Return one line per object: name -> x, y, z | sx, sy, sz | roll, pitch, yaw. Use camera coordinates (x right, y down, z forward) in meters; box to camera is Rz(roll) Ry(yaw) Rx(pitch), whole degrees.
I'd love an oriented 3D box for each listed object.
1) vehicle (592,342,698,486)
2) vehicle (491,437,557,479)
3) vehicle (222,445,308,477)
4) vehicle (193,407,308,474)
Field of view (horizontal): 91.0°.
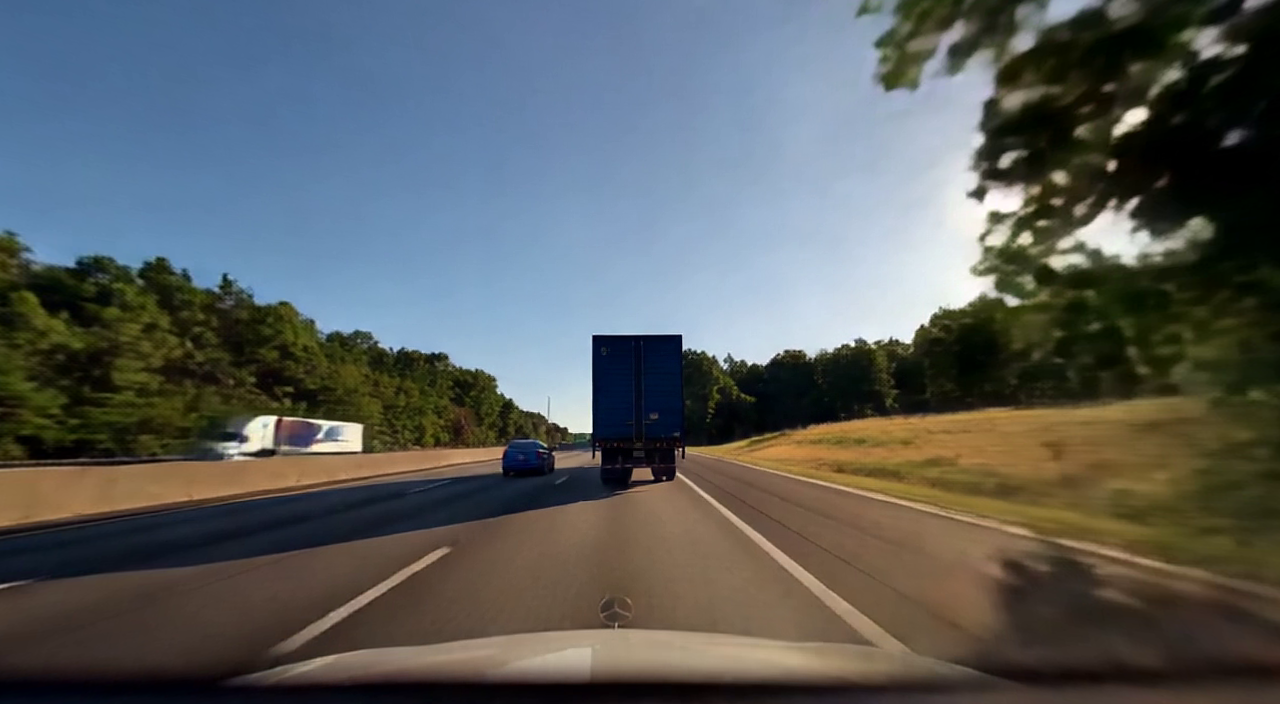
vehicle -> 0.025, 2.526, 23.605 | 3.073, 4.196, 10.546 | 0, -8, -1
vehicle -> -4.599, 4.263, 25.557 | 1.854, 1.530, 4.268 | 0, -8, 0
vehicle -> -19.942, 5.809, 33.745 | 1.801, 1.548, 4.633 | 0, -8, 0
vehicle -> -24.678, 5.657, 40.337 | 3.035, 3.916, 6.401 | -1, -8, 1
